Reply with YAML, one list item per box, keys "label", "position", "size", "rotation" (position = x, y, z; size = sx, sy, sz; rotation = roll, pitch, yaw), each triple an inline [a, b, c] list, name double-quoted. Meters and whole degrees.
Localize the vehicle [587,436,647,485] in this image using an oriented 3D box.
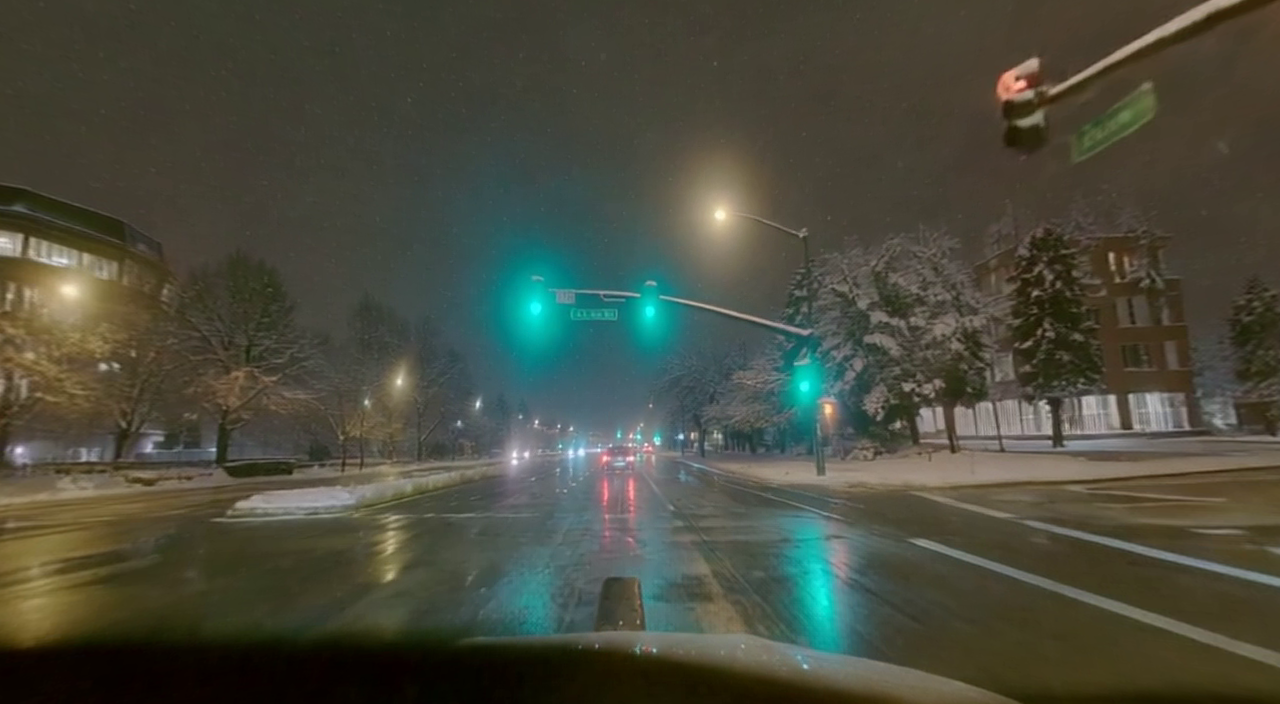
- label: "vehicle"
  position: [-0.859, 4.177, 24.634]
  size: [2.130, 1.711, 4.038]
  rotation: [0, -9, -1]
